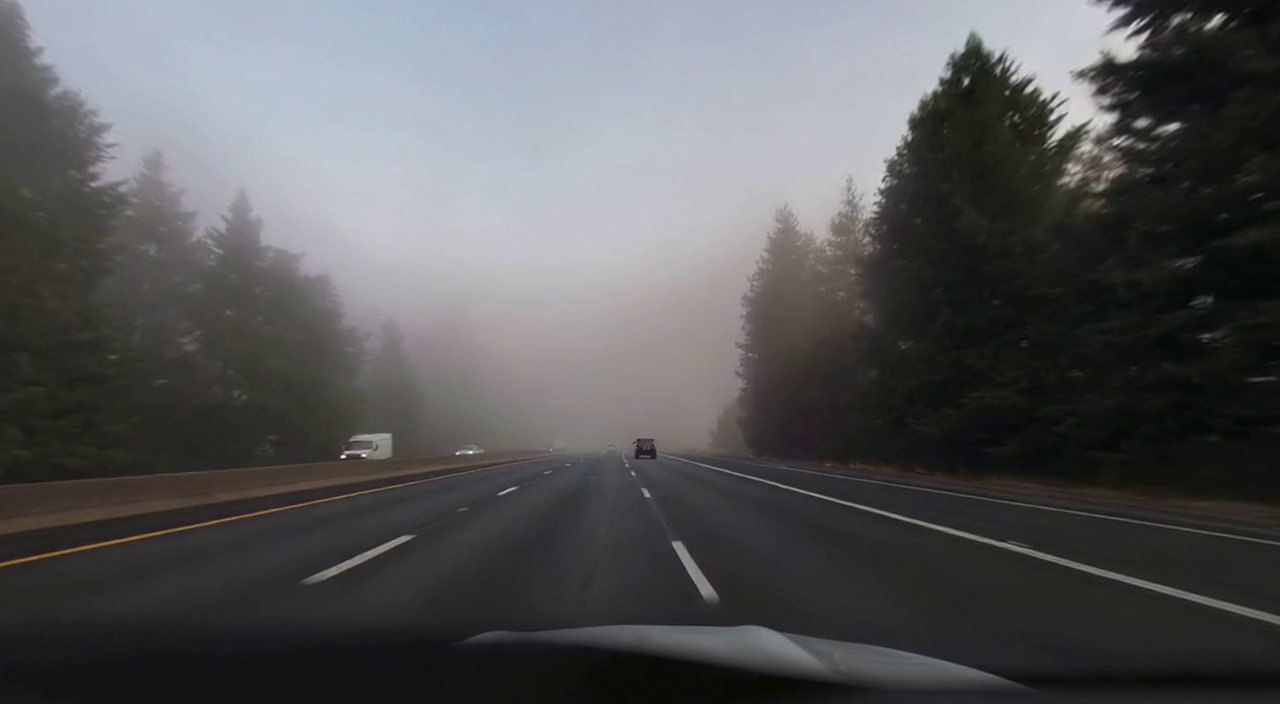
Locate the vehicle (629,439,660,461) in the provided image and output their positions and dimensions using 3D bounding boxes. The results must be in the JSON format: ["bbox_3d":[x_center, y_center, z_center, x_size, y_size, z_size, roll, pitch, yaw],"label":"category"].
[{"bbox_3d":[0.283,7.526,48.580,2.251,1.638,4.296,0,-8,-2],"label":"vehicle"}]

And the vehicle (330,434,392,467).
[{"bbox_3d":[-21.704,7.685,49.244,2.308,2.388,5.775,0,-8,-2],"label":"vehicle"}]
